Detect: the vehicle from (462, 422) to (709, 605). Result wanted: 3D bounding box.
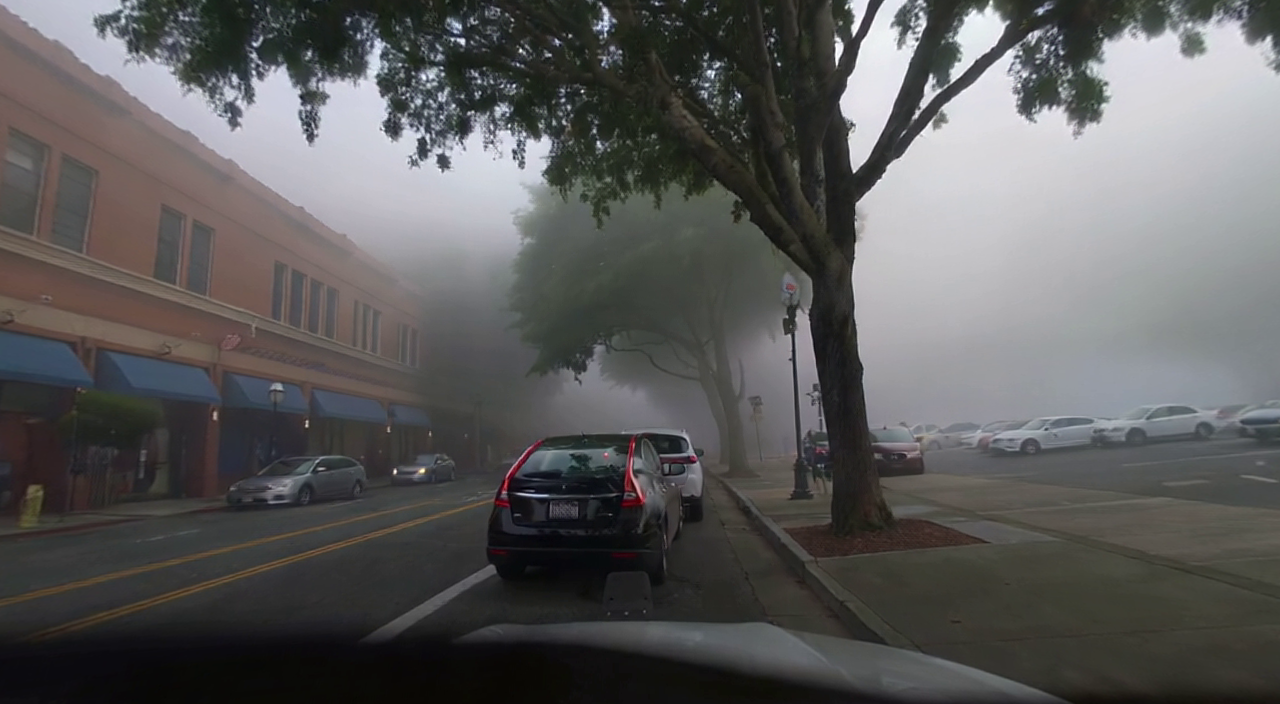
[{"bbox_3d":[-0.274,1.634,7.304,1.939,1.478,3.922,-2,-8,9],"label":"vehicle"}]

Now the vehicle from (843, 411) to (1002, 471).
[{"bbox_3d":[9.062,2.831,20.249,4.558,1.528,1.915,-1,-8,-23],"label":"vehicle"}]

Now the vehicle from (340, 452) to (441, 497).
[{"bbox_3d":[-10.258,5.034,26.284,1.826,1.432,4.556,-7,-9,8],"label":"vehicle"}]

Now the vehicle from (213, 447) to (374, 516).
[{"bbox_3d":[-11.007,4.070,20.592,2.081,1.718,5.342,-6,-9,3],"label":"vehicle"}]
